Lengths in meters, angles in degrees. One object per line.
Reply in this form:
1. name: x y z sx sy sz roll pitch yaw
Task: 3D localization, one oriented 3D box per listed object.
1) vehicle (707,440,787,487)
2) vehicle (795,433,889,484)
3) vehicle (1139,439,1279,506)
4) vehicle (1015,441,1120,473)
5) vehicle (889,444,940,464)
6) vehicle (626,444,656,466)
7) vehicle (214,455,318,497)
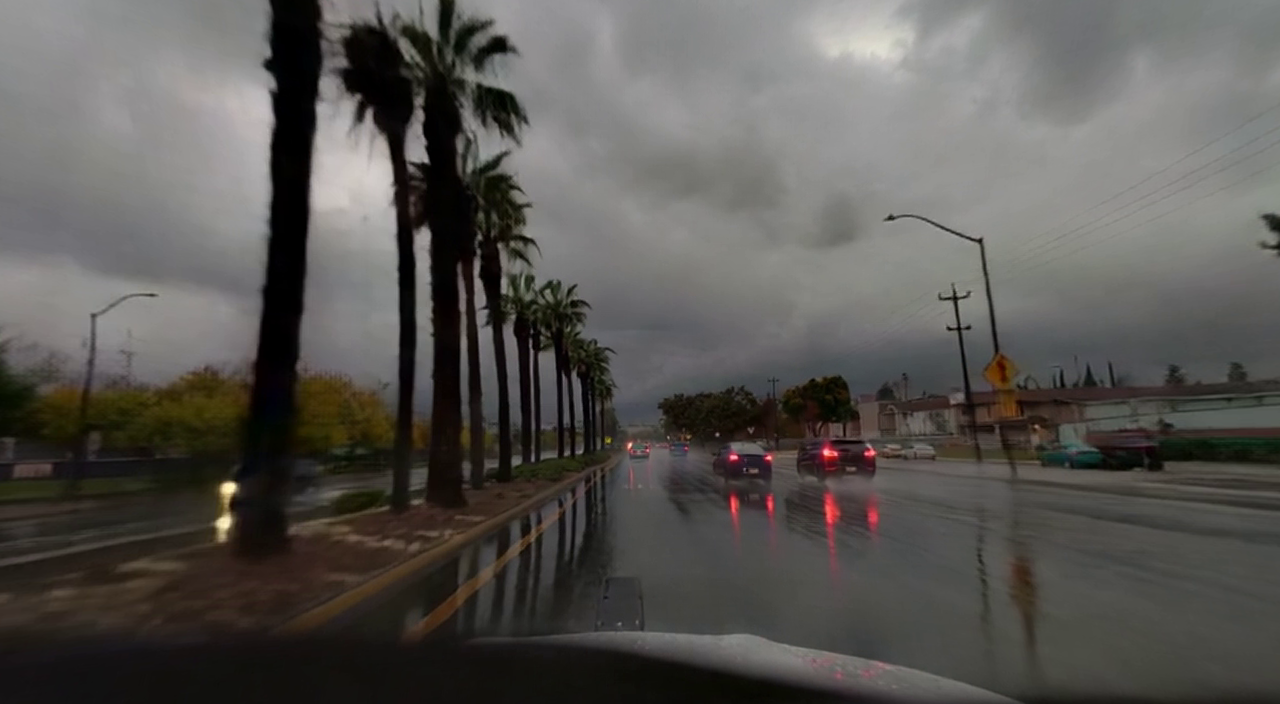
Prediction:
1. vehicle: 3.570 3.809 21.960 1.875 1.452 4.453 0 -8 -2
2. vehicle: 7.135 3.795 22.830 1.916 1.646 4.258 0 -8 -1
3. vehicle: 15.077 2.869 15.298 2.001 1.463 4.781 0 -8 -1
4. vehicle: 21.193 5.218 31.619 1.943 1.467 4.706 0 -8 0
5. vehicle: 21.064 7.808 48.705 1.852 1.448 4.601 0 -8 -1
6. vehicle: 0.056 7.235 44.471 2.031 1.444 4.361 0 -8 -1
7. vehicle: -16.953 5.602 28.920 1.972 1.687 4.480 0 -8 0
